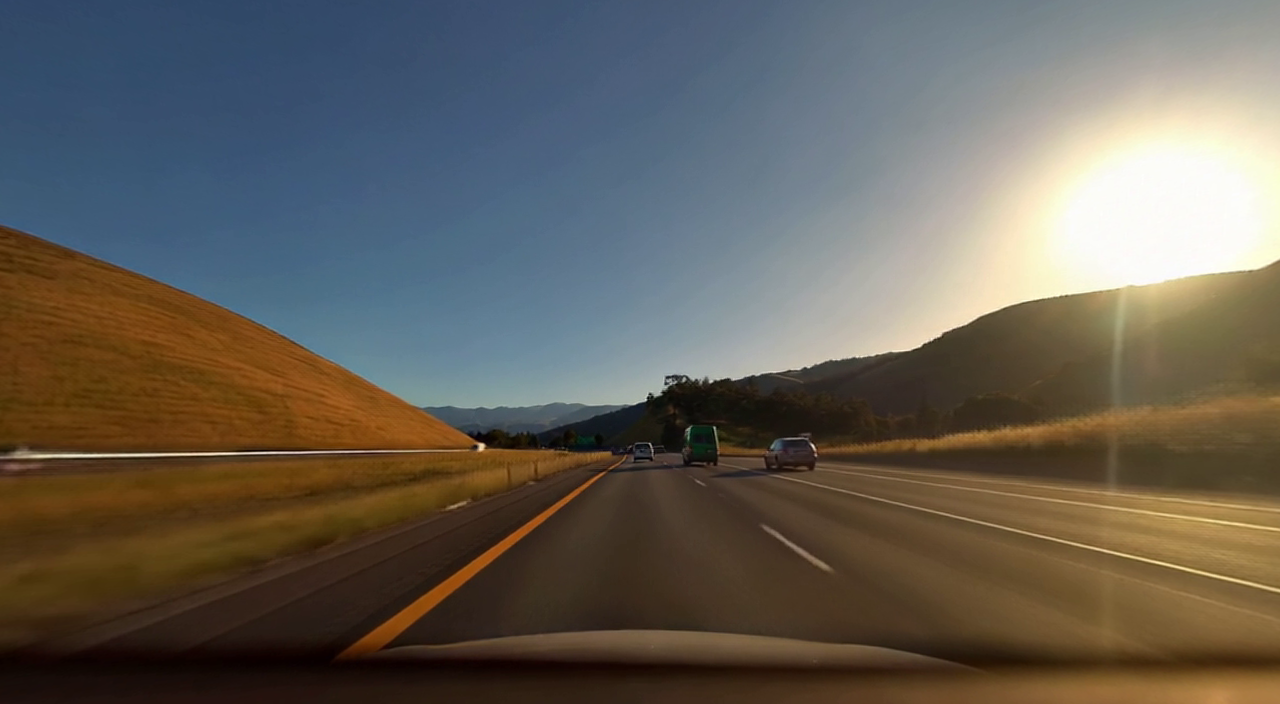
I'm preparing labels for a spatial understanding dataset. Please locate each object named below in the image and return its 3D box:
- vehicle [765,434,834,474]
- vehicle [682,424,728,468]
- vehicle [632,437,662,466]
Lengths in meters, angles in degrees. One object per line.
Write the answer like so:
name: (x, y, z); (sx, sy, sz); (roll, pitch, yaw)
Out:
vehicle: (8.180, 5.302, 32.915); (2.240, 1.925, 4.854); (0, -8, -1)
vehicle: (4.148, 6.150, 41.228); (2.302, 2.670, 6.176); (0, -8, -1)
vehicle: (0.499, 7.700, 48.942); (2.131, 2.122, 4.473); (0, -8, -1)
